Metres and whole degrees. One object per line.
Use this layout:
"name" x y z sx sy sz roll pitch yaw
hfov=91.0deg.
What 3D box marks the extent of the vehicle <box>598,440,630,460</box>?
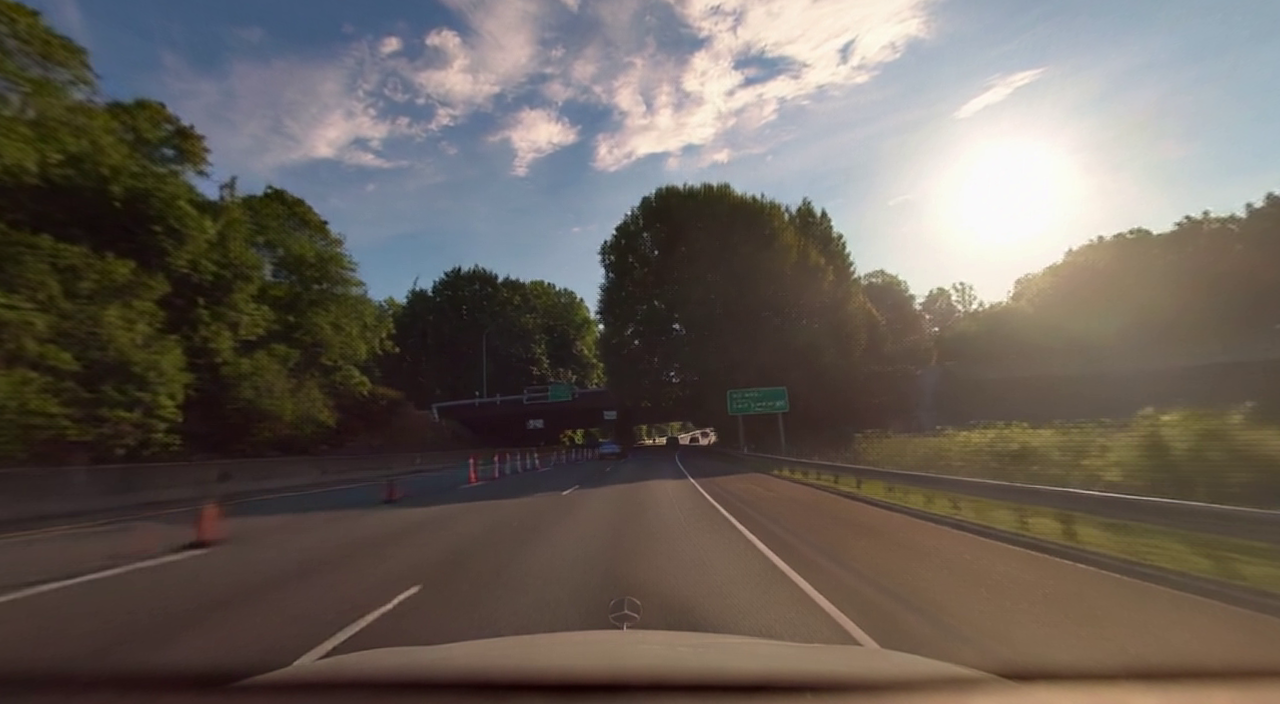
"vehicle" -1.903 7.326 47.232 2.118 1.475 4.263 0 -8 2
